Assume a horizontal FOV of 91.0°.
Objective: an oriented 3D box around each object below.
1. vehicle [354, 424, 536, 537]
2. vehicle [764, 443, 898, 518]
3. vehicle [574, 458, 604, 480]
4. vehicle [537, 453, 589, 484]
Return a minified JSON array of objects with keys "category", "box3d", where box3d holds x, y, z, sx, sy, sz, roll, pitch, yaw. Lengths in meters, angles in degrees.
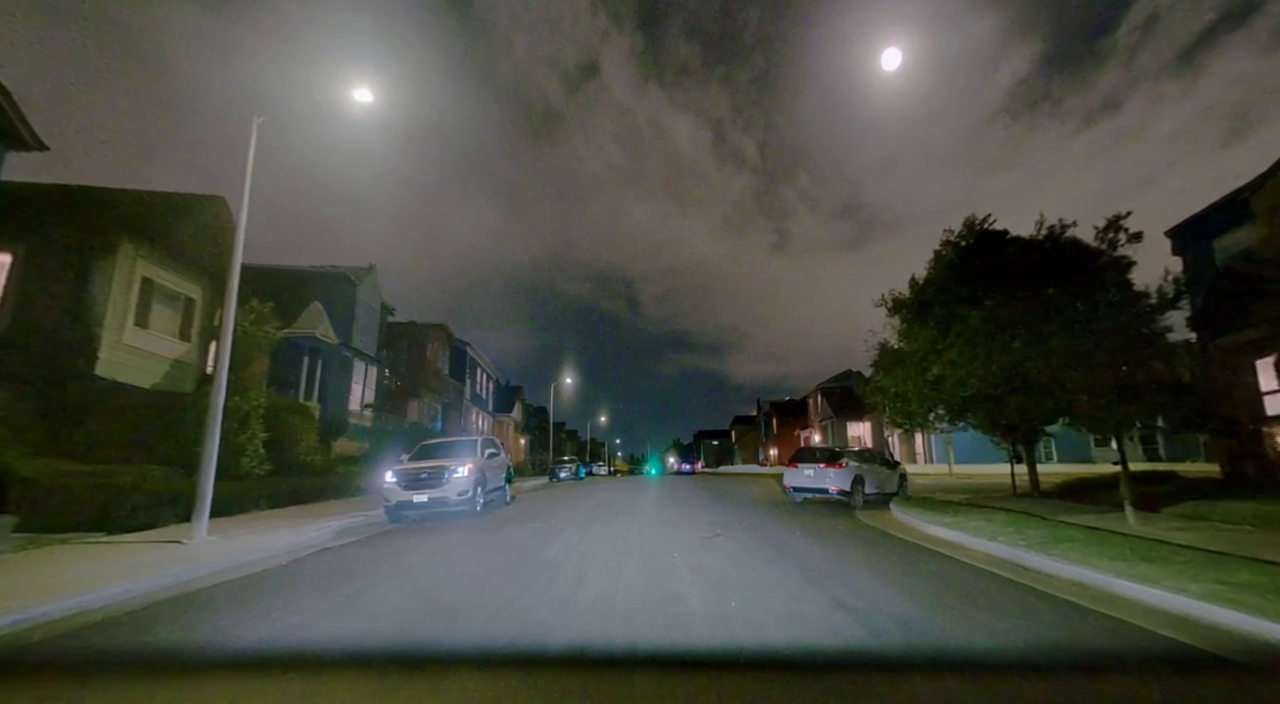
[{"category":"vehicle","box3d":[-3.983,2.629,14.201,2.131,1.851,5.650,0,-5,2]},{"category":"vehicle","box3d":[4.875,3.035,15.574,2.139,1.533,4.676,-5,-10,29]},{"category":"vehicle","box3d":[-3.835,8.879,48.074,2.020,1.470,5.300,0,-9,-3]},{"category":"vehicle","box3d":[-4.003,6.141,33.390,2.080,1.471,4.638,1,-10,1]}]
